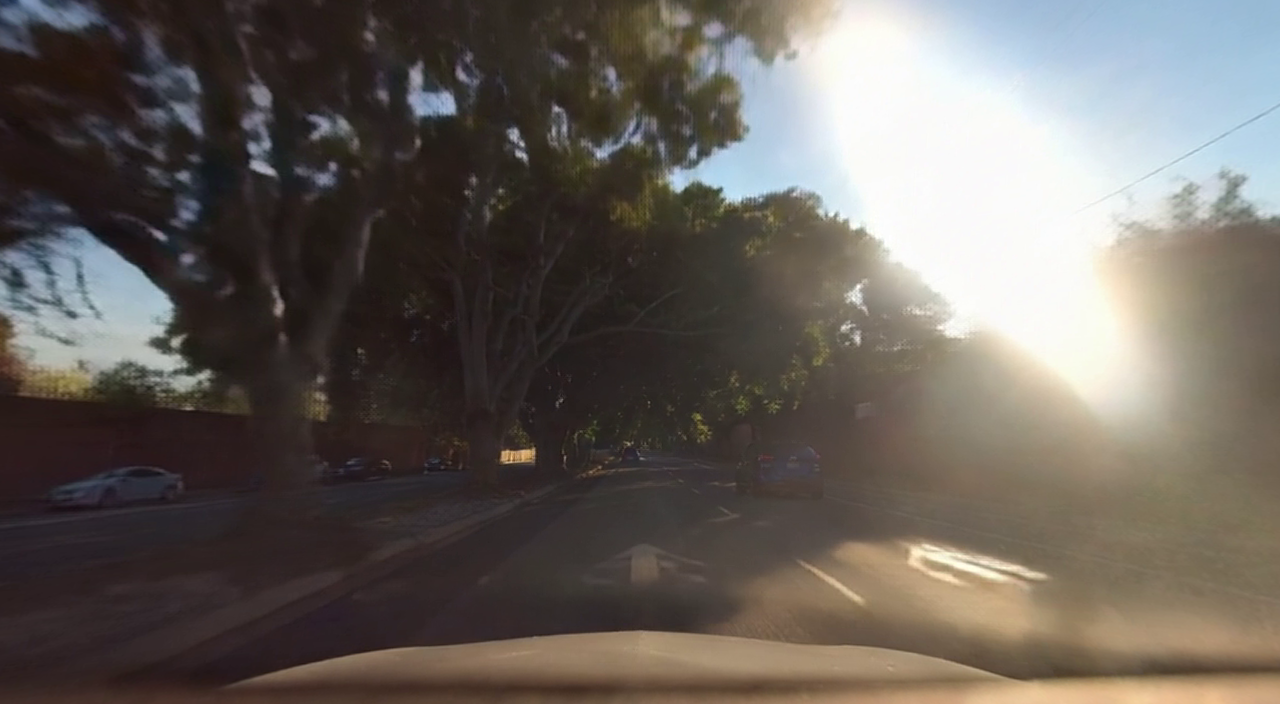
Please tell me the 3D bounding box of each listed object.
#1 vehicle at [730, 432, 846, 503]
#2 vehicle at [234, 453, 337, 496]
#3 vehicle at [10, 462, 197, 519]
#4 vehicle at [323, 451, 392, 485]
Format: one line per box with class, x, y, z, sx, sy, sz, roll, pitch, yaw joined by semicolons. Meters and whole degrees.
vehicle;4.086;3.264;18.318;2.155;1.752;4.456;0;-8;-1
vehicle;-17.323;5.962;31.242;2.096;1.816;5.362;-4;-9;-1
vehicle;-17.507;4.511;21.048;2.071;1.489;4.724;-1;-8;0
vehicle;-17.595;7.235;39.701;2.075;1.909;5.064;0;-8;-1
